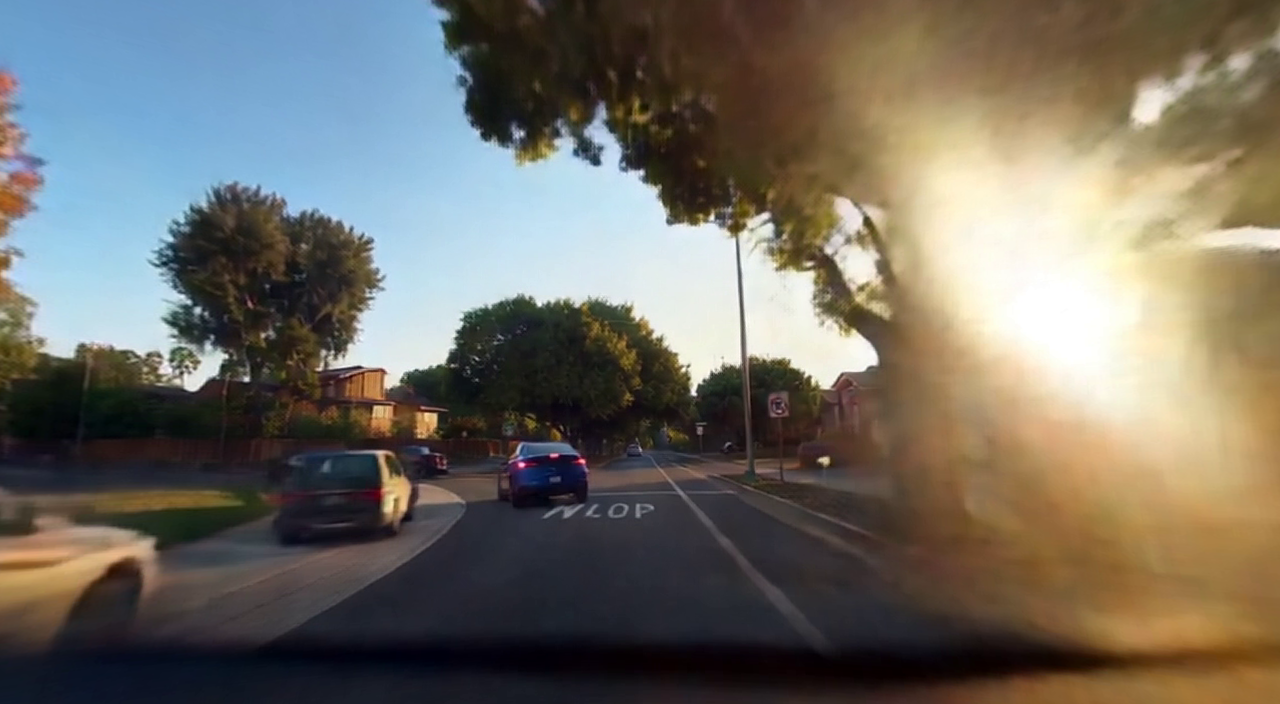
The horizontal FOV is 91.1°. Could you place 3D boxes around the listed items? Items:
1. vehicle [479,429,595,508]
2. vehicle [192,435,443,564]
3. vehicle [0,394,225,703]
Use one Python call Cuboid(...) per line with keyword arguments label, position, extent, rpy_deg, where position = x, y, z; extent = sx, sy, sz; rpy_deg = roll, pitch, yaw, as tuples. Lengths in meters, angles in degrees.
Cuboid(label="vehicle", position=(-2.714, 2.824, 15.712), extent=(2.290, 1.653, 4.127), rpy_deg=(2, -9, -17))
Cuboid(label="vehicle", position=(-4.837, 2.218, 10.476), extent=(2.151, 1.578, 5.036), rpy_deg=(1, -9, -8))
Cuboid(label="vehicle", position=(-3.762, 0.925, 2.411), extent=(1.986, 1.561, 3.805), rpy_deg=(1, -9, -6))
